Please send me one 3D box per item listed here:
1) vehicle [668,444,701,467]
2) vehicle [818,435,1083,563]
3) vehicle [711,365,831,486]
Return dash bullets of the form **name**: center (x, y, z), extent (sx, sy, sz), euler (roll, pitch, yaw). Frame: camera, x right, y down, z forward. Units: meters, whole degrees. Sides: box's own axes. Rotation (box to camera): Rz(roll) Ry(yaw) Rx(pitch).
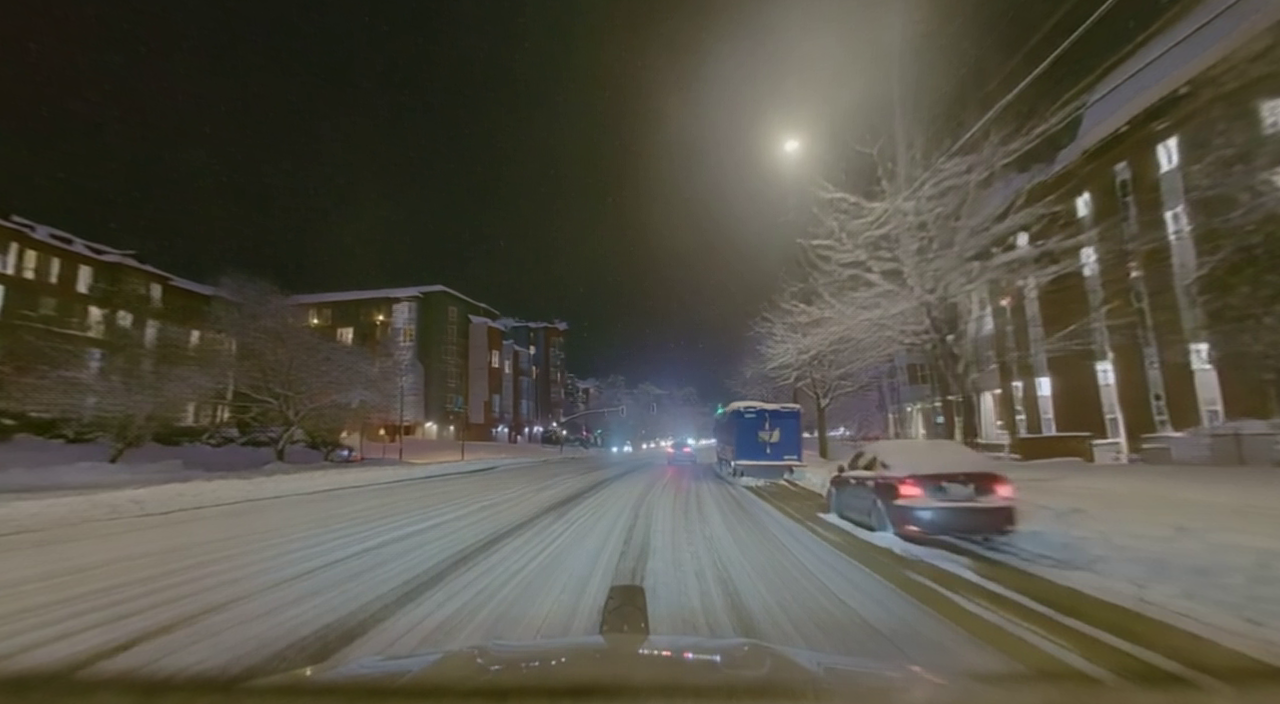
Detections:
- **vehicle**: center (2.915, 6.664, 40.653), extent (1.871, 1.370, 4.206), euler (-1, -9, 7)
- **vehicle**: center (4.295, 2.065, 9.756), extent (1.884, 1.472, 4.650), euler (0, -8, 2)
- **vehicle**: center (5.032, 3.378, 27.401), extent (3.157, 3.982, 13.307), euler (0, -8, 3)
